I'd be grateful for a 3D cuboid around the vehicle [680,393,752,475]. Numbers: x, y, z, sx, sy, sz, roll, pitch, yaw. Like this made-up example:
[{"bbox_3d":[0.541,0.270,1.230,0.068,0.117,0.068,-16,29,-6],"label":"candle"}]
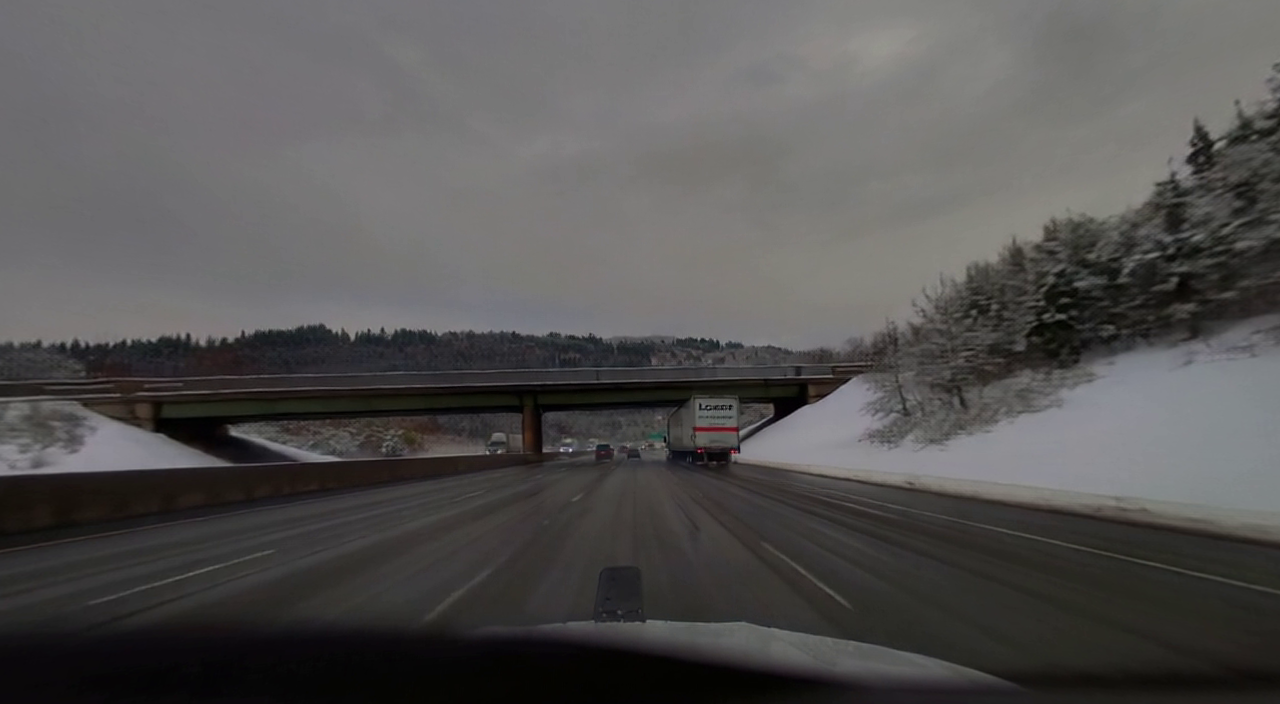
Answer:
[{"bbox_3d":[3.969,4.643,35.068,2.885,3.992,8.526,0,-9,0],"label":"vehicle"}]
